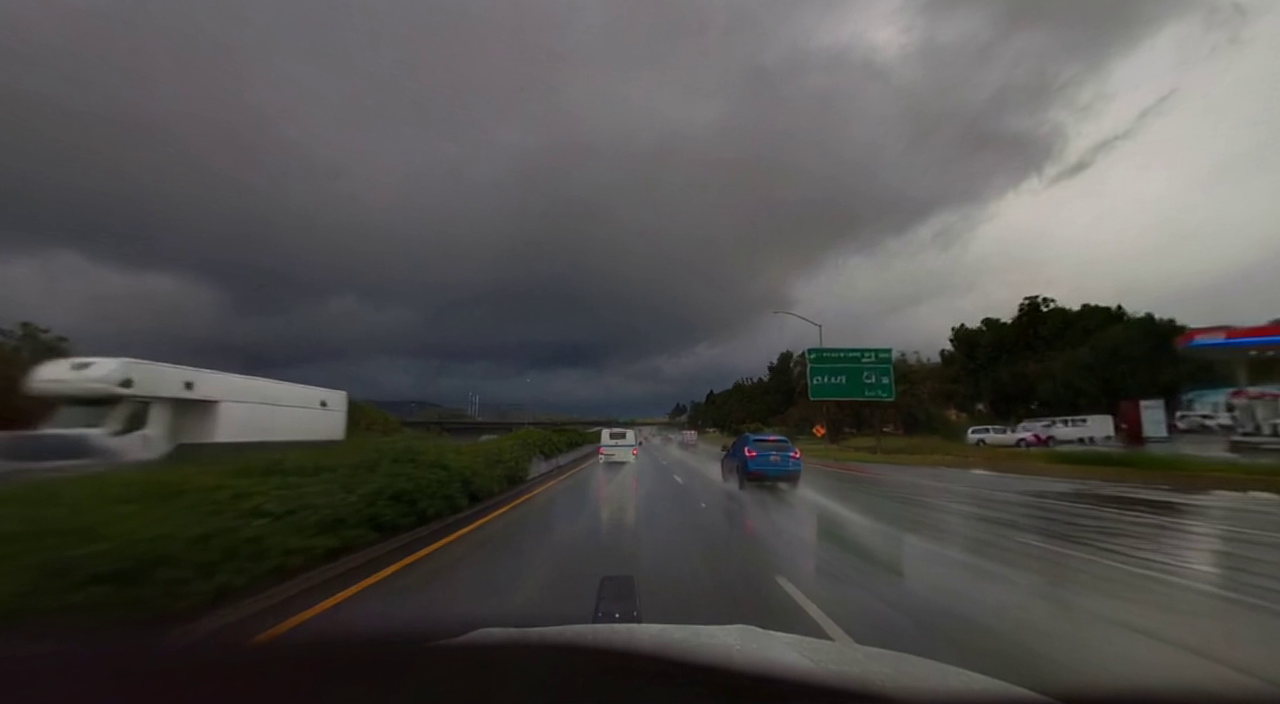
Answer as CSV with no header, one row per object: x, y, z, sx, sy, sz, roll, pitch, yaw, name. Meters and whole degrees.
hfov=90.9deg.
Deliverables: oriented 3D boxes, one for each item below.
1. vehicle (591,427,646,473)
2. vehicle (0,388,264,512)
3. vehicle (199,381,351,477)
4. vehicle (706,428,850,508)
-0.815,4.014,26.122,2.061,1.732,4.457,0,-8,0,vehicle
-12.509,2.391,15.889,2.508,2.568,5.529,0,-8,1,vehicle
-17.448,3.813,31.009,2.803,3.933,8.156,-3,-8,-1,vehicle
2.950,2.573,14.677,2.151,1.550,4.694,0,-8,-2,vehicle
